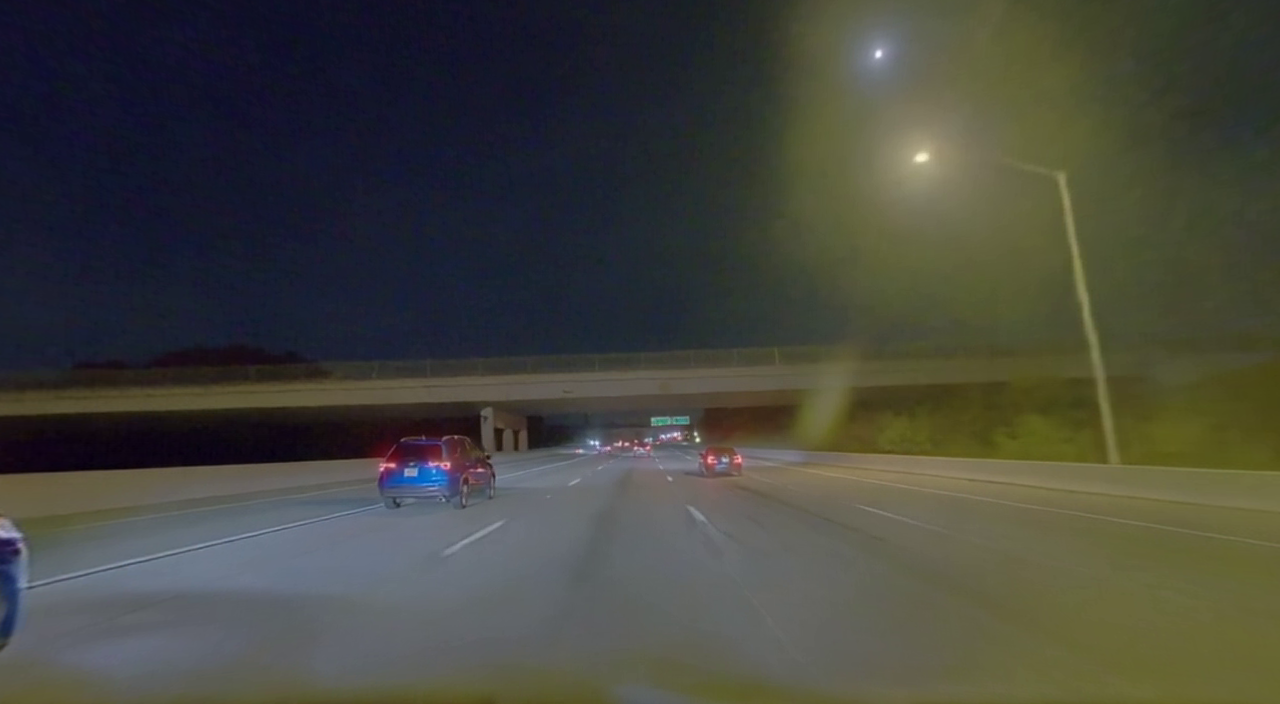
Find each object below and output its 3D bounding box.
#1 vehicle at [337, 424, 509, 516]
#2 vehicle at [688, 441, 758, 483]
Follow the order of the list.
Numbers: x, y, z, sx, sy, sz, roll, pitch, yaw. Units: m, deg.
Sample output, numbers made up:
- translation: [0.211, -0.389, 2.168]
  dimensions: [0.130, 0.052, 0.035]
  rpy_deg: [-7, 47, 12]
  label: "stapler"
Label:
- translation: [-4.356, 2.445, 13.525]
  dimensions: [2.193, 1.641, 4.077]
  rpy_deg: [0, -8, 1]
  label: "vehicle"
- translation: [3.095, 4.216, 24.580]
  dimensions: [2.083, 1.453, 4.307]
  rpy_deg: [0, -8, -1]
  label: "vehicle"
